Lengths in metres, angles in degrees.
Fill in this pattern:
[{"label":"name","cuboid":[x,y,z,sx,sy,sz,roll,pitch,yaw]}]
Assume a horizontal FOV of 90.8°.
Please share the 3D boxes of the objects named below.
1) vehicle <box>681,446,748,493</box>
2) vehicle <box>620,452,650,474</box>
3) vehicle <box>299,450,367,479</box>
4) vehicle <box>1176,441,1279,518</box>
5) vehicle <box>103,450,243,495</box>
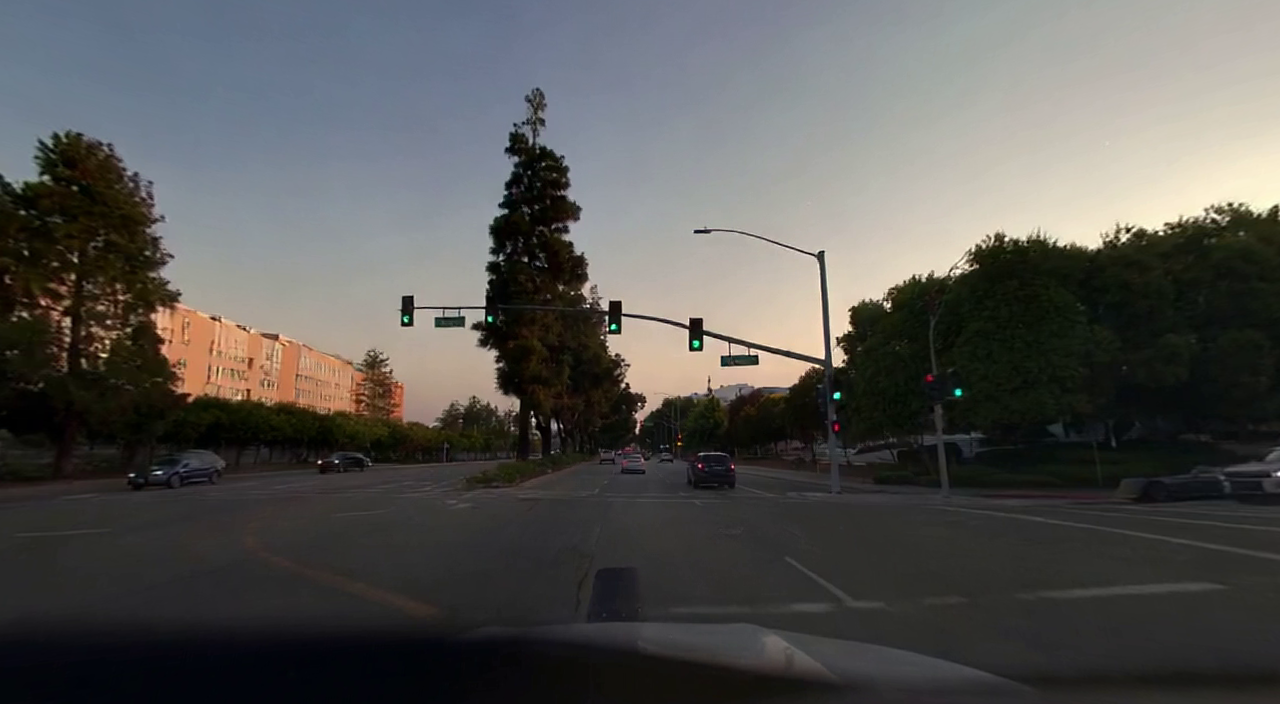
[{"label":"vehicle","cuboid":[3.034,4.877,26.692,2.181,1.781,4.257,0,-9,-1]},{"label":"vehicle","cuboid":[-0.378,8.020,45.717,2.039,1.455,3.826,0,-8,-1]},{"label":"vehicle","cuboid":[-19.411,7.128,40.192,2.048,1.686,4.427,0,-9,0]},{"label":"vehicle","cuboid":[15.179,2.840,14.334,4.096,1.605,2.072,0,-9,0]},{"label":"vehicle","cuboid":[-22.995,5.914,31.554,2.598,1.924,5.802,-1,-8,0]}]
